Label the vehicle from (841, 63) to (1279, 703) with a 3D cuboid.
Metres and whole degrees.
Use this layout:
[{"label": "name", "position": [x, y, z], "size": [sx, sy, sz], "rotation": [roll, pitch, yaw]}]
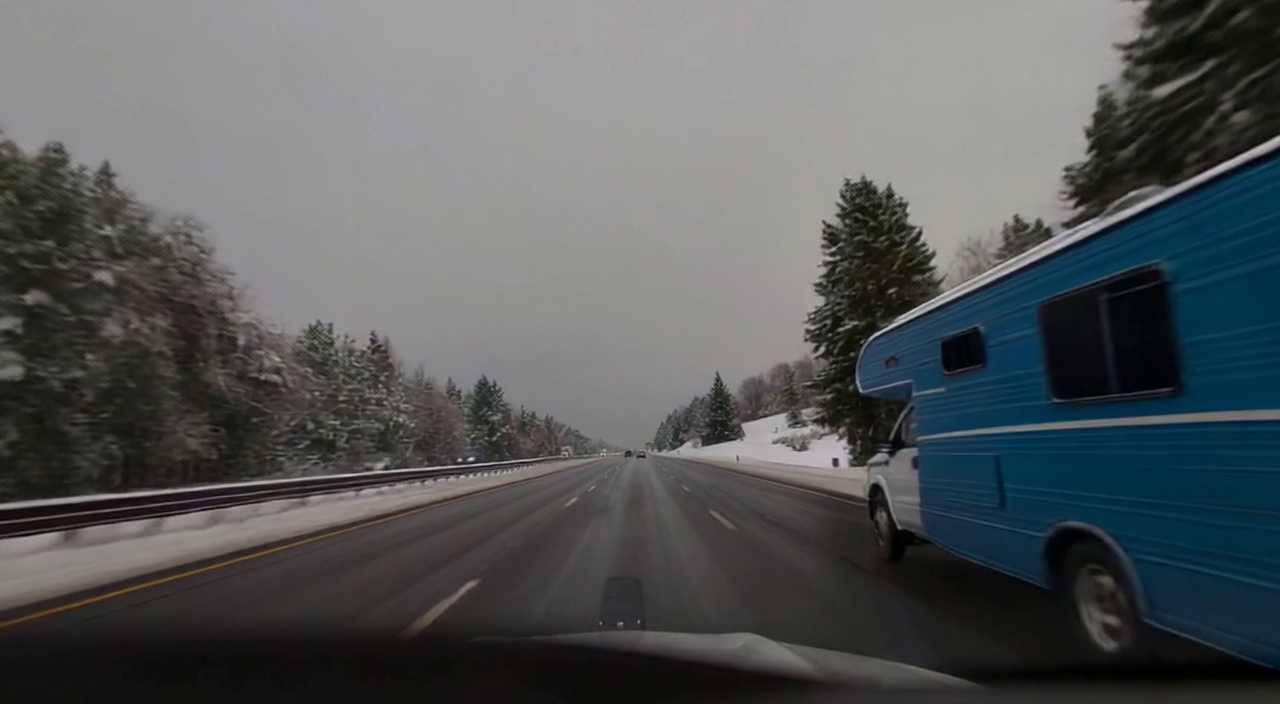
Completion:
[{"label": "vehicle", "position": [3.745, 0.559, 4.308], "size": [2.556, 2.763, 6.287], "rotation": [0, -9, -1]}]
